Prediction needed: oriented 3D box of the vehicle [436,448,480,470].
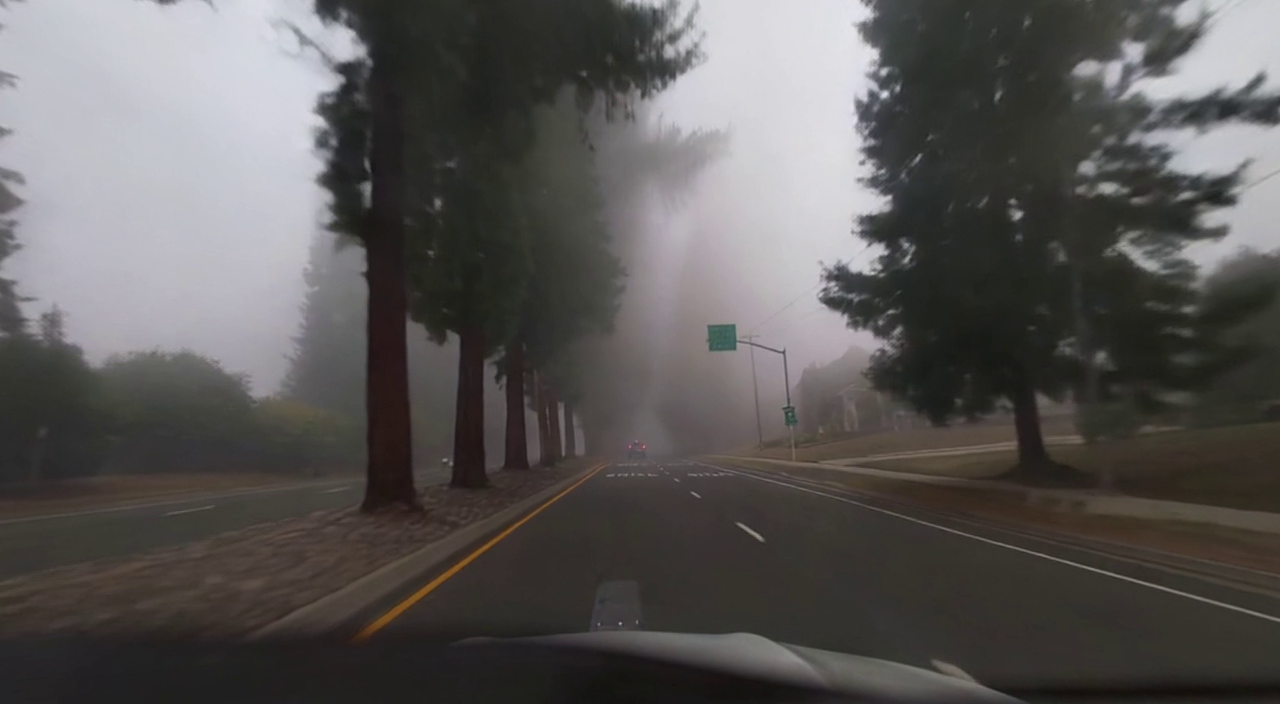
[{"bbox_3d":[-13.617,8.038,47.504,1.924,1.528,4.731,0,-9,0],"label":"vehicle"}]
